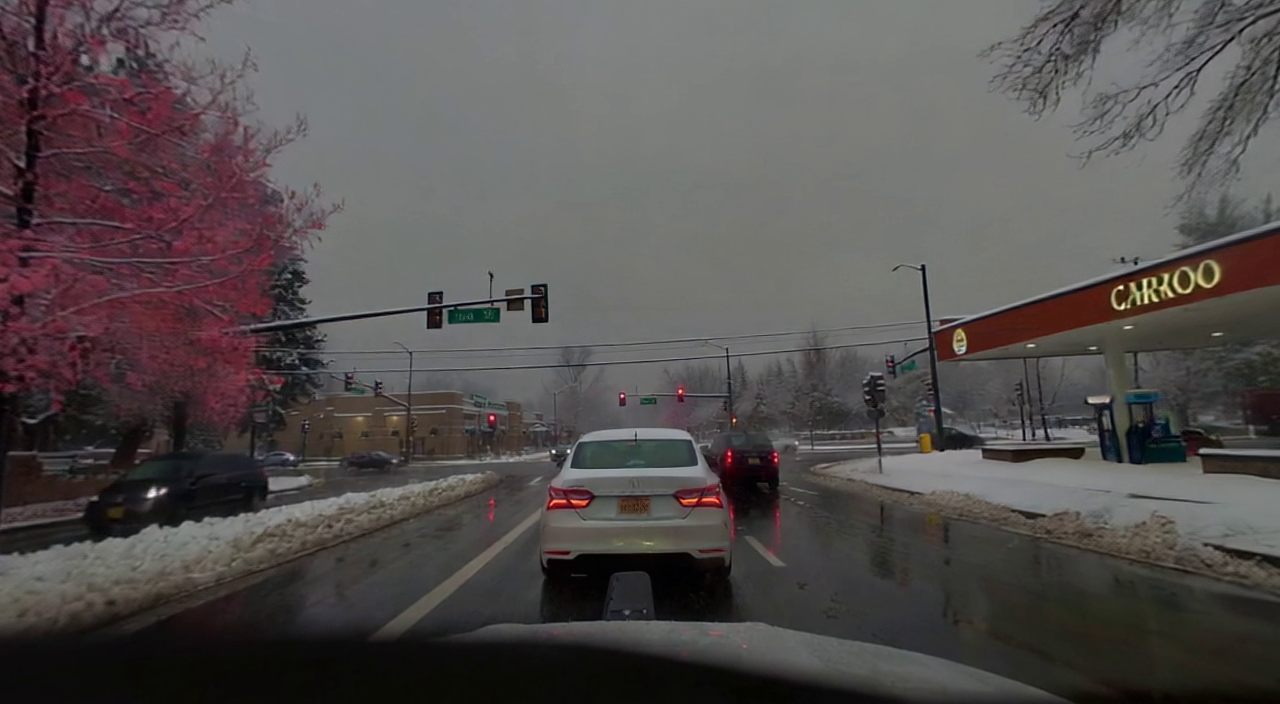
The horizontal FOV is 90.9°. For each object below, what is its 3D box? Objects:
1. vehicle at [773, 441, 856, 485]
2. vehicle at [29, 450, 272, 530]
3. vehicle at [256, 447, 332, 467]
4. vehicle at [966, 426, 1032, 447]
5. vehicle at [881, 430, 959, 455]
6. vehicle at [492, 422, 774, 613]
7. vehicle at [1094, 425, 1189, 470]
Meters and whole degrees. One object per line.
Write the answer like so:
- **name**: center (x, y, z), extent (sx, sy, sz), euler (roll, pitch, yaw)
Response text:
- **vehicle**: center (6.543, 4.170, 24.118), extent (1.942, 1.511, 4.390), euler (0, -8, 0)
- **vehicle**: center (-10.853, 3.042, 14.558), extent (1.944, 1.465, 4.609), euler (0, -8, -1)
- **vehicle**: center (-26.747, 8.112, 48.793), extent (4.806, 1.472, 1.886), euler (-1, -8, 5)
- **vehicle**: center (27.398, 6.478, 48.176), extent (3.968, 1.572, 1.740), euler (0, -9, 4)
- **vehicle**: center (19.401, 6.320, 43.897), extent (4.622, 1.675, 2.022), euler (-2, -9, 14)
- **vehicle**: center (-0.065, 1.607, 7.074), extent (2.213, 1.482, 4.057), euler (0, -8, 0)
- **vehicle**: center (18.566, 3.509, 23.277), extent (4.300, 1.495, 2.053), euler (8, -12, -43)
